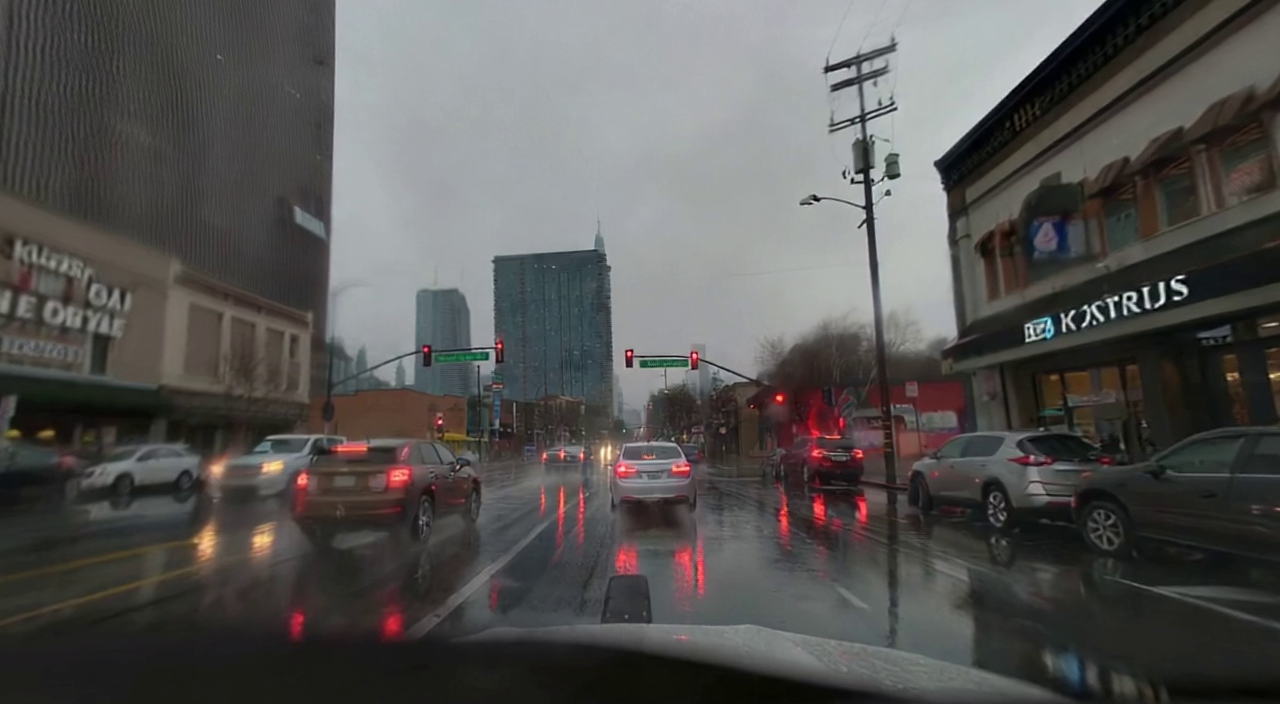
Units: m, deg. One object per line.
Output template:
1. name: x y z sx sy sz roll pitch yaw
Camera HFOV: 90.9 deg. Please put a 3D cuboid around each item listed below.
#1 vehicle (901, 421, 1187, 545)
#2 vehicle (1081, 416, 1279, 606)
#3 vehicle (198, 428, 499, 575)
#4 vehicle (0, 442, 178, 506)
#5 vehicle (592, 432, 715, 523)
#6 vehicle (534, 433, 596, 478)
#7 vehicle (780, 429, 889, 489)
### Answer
1. vehicle: 6.675 2.193 11.229 1.986 1.722 4.516 0 -9 -2
2. vehicle: 6.605 1.427 5.732 1.915 1.655 4.515 0 -9 0
3. vehicle: -3.417 1.821 8.506 1.950 1.450 4.257 0 -9 1
4. vehicle: -17.240 3.744 19.850 1.817 1.754 4.622 0 -9 0
5. vehicle: 0.209 2.394 12.560 2.037 1.484 4.073 0 -9 0
6. vehicle: -3.055 4.329 26.584 2.007 1.736 4.185 0 -9 1
7. vehicle: 6.680 3.751 22.424 2.289 1.867 5.322 0 -9 1
